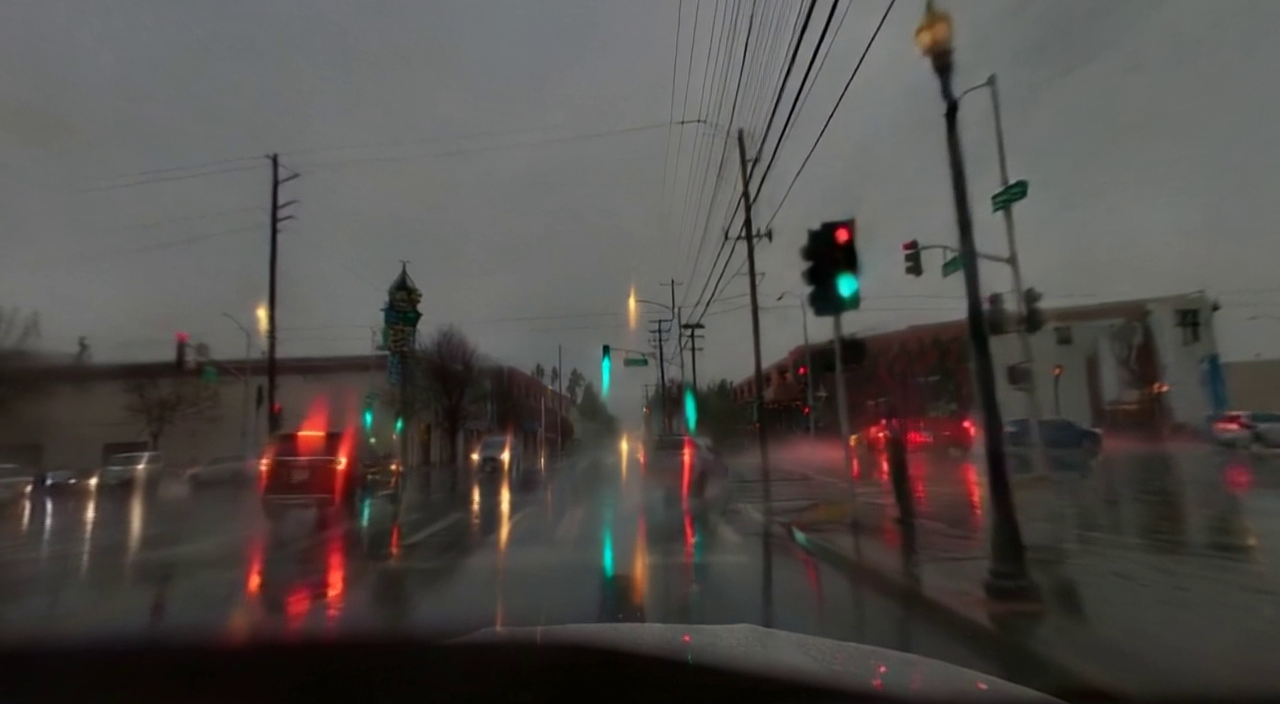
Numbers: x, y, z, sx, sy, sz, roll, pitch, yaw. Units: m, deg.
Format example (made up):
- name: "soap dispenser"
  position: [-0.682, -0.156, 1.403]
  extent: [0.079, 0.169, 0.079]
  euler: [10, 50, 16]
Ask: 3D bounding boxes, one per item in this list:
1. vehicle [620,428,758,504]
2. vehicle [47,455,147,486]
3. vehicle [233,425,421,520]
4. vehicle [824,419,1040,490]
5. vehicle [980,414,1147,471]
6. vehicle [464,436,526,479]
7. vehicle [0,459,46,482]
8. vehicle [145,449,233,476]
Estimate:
- name: "vehicle"
  position: [1.327, 2.618, 14.962]
  extent: [2.059, 1.497, 4.260]
  euler: [-3, -9, 21]
- name: "vehicle"
  position: [-34.618, 7.552, 40.349]
  extent: [4.492, 1.880, 1.879]
  euler: [0, -9, -1]
- name: "vehicle"
  position: [-6.556, 2.559, 13.909]
  extent: [2.063, 1.751, 4.229]
  euler: [0, -9, -2]
- name: "vehicle"
  position: [7.489, 2.607, 16.442]
  extent: [4.714, 1.686, 1.973]
  euler: [1, -7, -9]
- name: "vehicle"
  position: [14.716, 3.137, 22.101]
  extent: [4.478, 1.749, 2.161]
  euler: [0, -8, -11]
- name: "vehicle"
  position: [-5.609, 4.032, 24.352]
  extent: [2.097, 1.457, 4.439]
  euler: [2, -9, -13]
- name: "vehicle"
  position: [-49.399, 9.356, 49.429]
  extent: [4.170, 1.528, 1.687]
  euler: [-5, -6, 0]
- name: "vehicle"
  position: [-34.723, 8.509, 48.755]
  extent: [5.019, 1.956, 2.097]
  euler: [0, -9, -1]
